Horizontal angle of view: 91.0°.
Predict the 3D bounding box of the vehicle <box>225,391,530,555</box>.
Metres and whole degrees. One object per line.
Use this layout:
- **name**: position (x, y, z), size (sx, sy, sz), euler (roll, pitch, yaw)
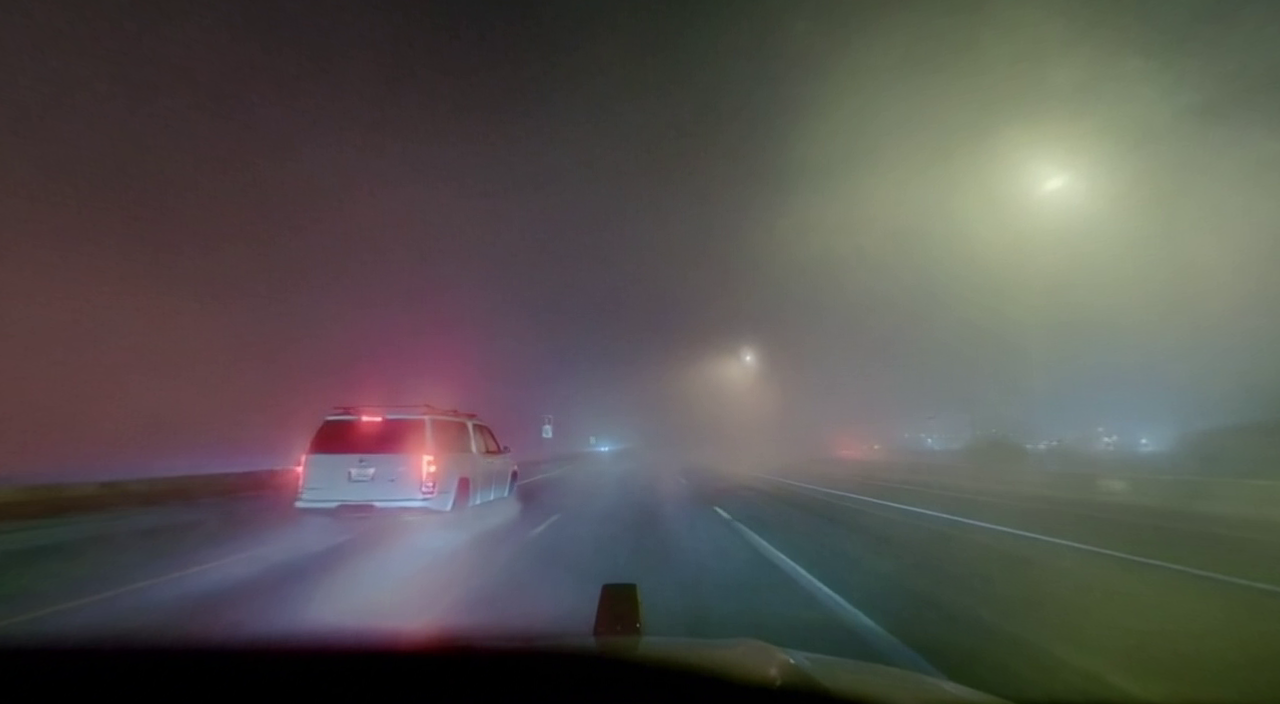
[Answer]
- **vehicle**: position (-3.618, 1.860, 10.402), size (2.431, 1.928, 5.760), euler (0, -9, 1)
